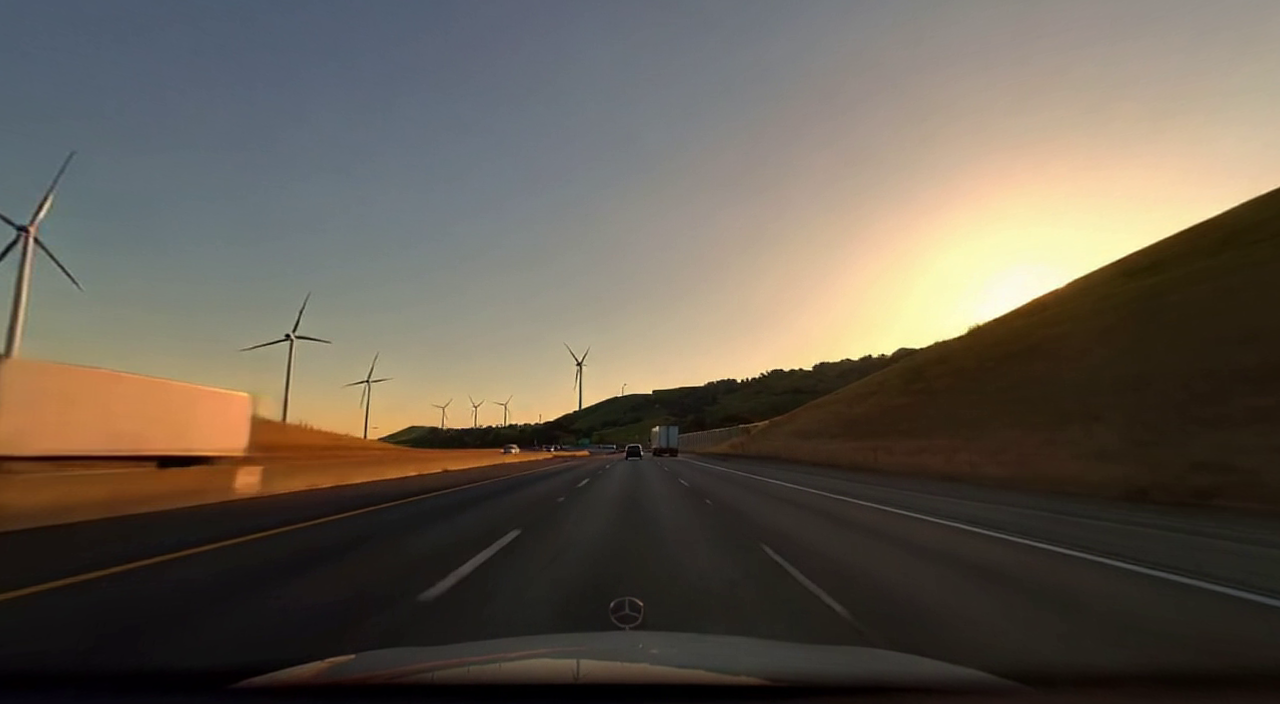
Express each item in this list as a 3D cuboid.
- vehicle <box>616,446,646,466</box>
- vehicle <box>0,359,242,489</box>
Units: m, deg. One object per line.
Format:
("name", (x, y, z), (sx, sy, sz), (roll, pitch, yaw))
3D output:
("vehicle", (-0.679, 7.986, 48.563), (2.209, 1.453, 3.695), (0, -9, -1))
("vehicle", (-19.216, 2.548, 20.863), (3.132, 3.540, 13.884), (0, -9, 0))
